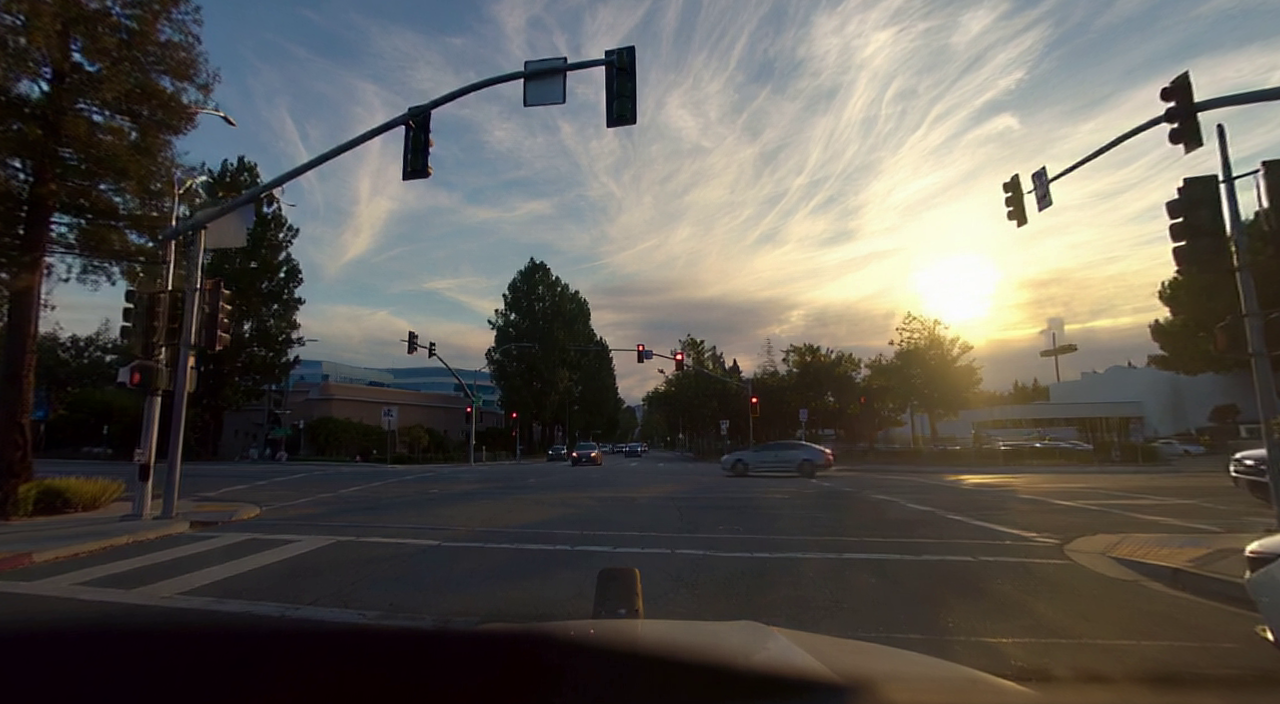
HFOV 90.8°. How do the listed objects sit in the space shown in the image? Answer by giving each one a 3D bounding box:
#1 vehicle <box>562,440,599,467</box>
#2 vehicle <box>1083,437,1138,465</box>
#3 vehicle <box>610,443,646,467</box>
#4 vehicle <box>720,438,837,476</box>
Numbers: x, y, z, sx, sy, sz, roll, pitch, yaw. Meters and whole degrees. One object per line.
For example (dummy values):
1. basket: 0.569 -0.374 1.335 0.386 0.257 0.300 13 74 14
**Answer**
1. vehicle: -4.113 7.103 44.251 2.251 1.756 4.610 0 -9 -2
2. vehicle: 26.972 5.652 36.141 2.092 1.474 4.046 -8 -11 40
3. vehicle: -0.862 6.856 42.143 2.056 1.492 3.937 1 -9 -6
4. vehicle: 5.766 4.380 26.375 4.588 1.484 2.000 -3 -9 14
